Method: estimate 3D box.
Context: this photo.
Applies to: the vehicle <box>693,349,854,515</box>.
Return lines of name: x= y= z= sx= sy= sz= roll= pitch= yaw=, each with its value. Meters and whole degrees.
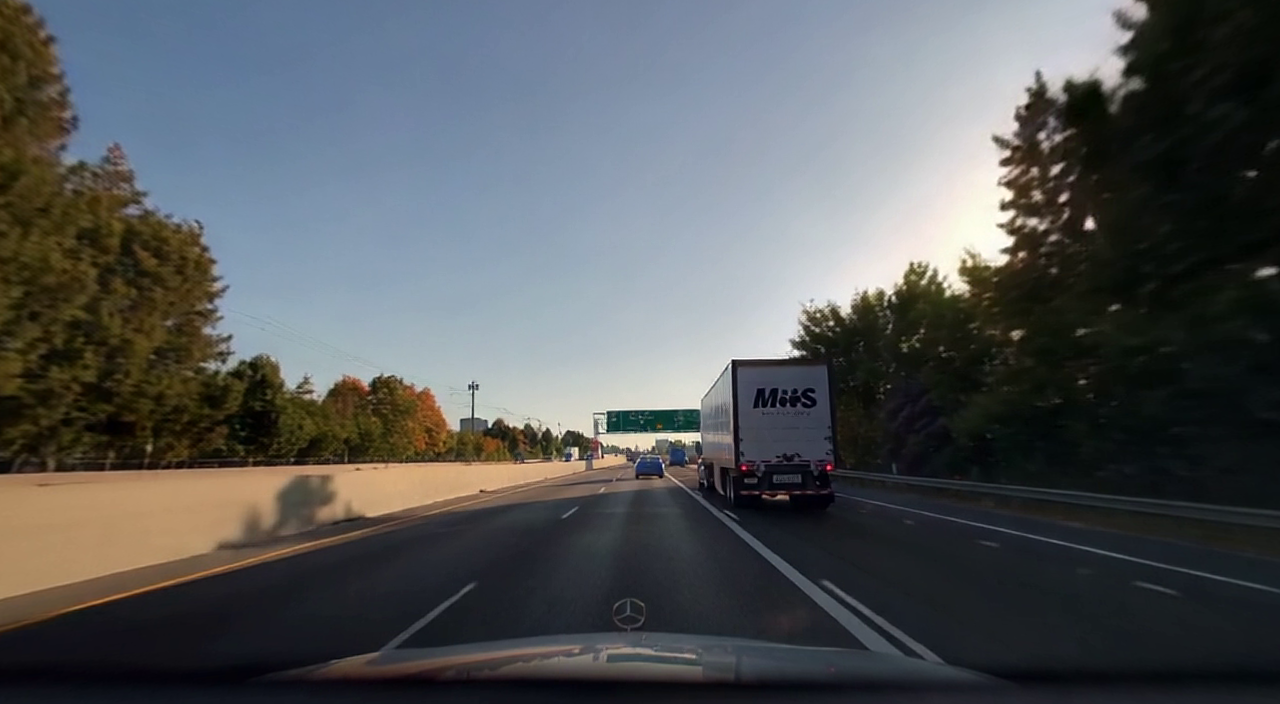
vehicle: x=3.889 y=3.053 z=22.787 sx=3.002 sy=4.104 sz=14.174 roll=0 pitch=-9 yaw=1

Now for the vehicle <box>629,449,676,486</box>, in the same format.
vehicle: x=0.584 y=5.513 z=30.306 sx=2.121 sy=1.642 sz=3.828 roll=0 pitch=-9 yaw=1
